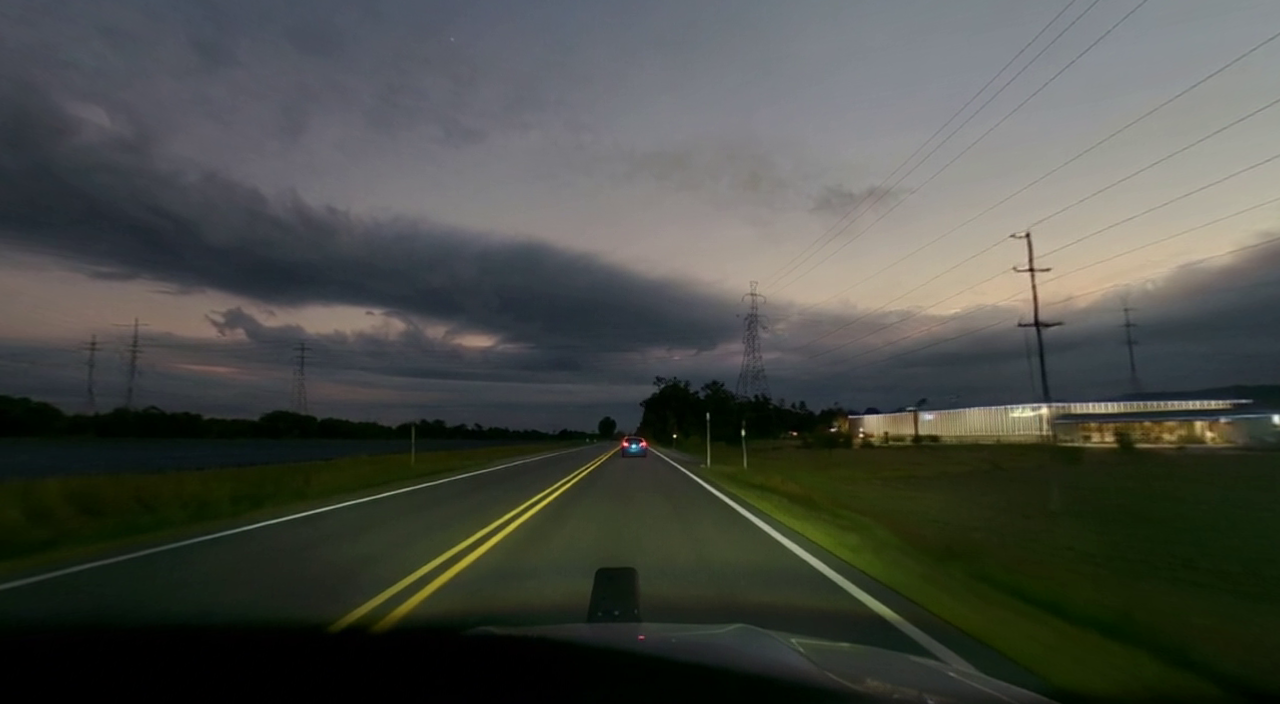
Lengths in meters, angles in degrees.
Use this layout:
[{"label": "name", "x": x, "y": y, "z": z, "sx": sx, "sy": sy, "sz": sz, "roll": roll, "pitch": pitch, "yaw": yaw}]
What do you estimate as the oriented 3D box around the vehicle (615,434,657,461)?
[{"label": "vehicle", "x": -0.227, "y": 5.391, "z": 35.884, "sx": 2.241, "sy": 1.471, "sz": 3.829, "roll": 0, "pitch": -8, "yaw": -1}]
